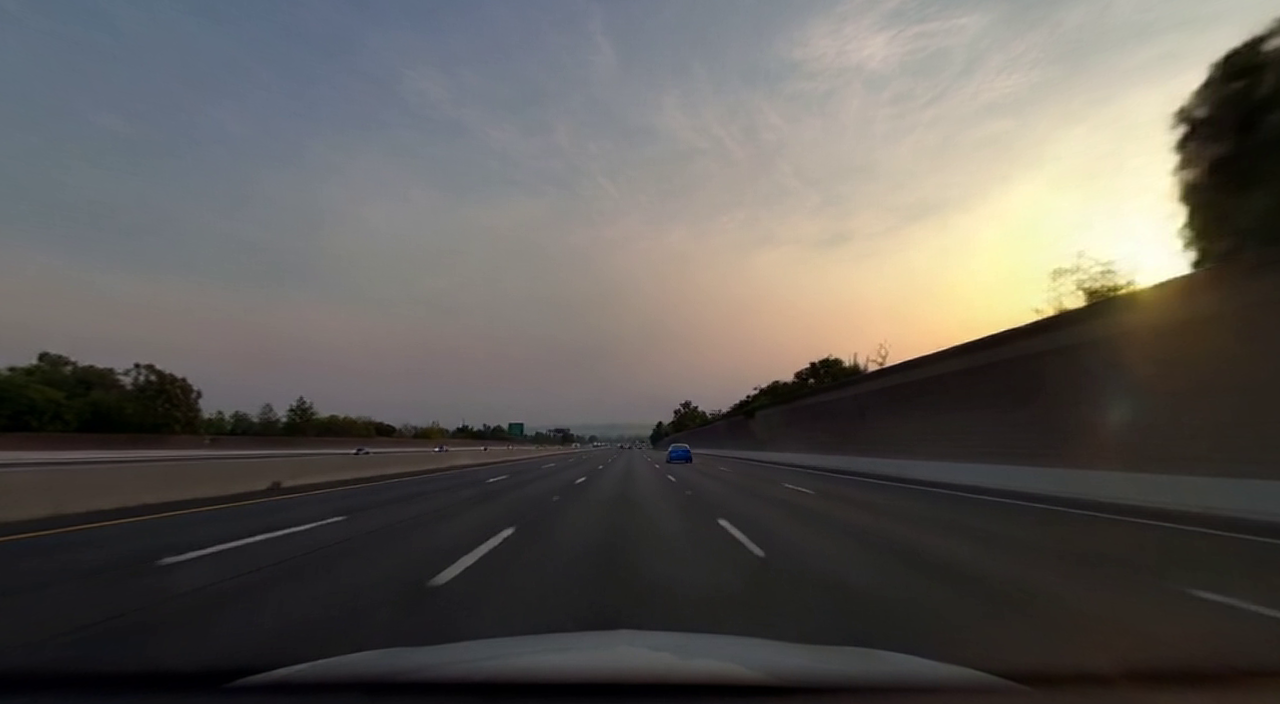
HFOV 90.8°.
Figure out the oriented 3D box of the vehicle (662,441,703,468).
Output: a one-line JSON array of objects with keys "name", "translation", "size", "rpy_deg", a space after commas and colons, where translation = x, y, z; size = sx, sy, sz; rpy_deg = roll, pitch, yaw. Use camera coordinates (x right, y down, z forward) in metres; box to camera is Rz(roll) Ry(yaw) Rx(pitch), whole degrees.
[{"name": "vehicle", "translation": [2.710, 6.630, 41.064], "size": [2.270, 1.615, 3.770], "rpy_deg": [0, -8, -1]}]
